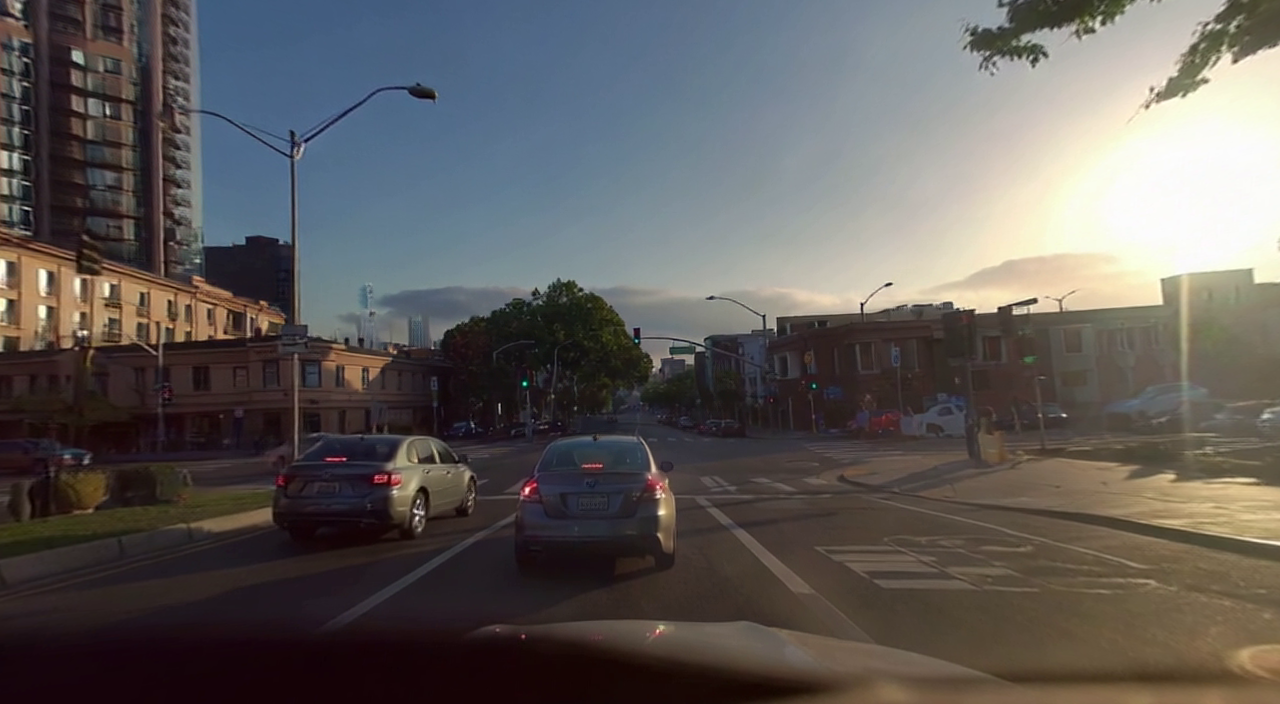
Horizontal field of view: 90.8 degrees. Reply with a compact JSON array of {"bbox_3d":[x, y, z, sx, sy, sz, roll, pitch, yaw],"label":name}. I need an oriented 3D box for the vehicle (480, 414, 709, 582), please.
[{"bbox_3d":[-0.428,1.622,7.790,2.082,1.520,3.896,0,-8,0],"label":"vehicle"}]

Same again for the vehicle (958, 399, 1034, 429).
[{"bbox_3d":[21.161,3.740,37.482,5.017,1.542,2.055,7,-11,-38],"label":"vehicle"}]

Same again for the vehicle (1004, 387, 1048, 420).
[{"bbox_3d":[27.041,3.661,44.156,2.152,1.993,5.078,-6,-10,34],"label":"vehicle"}]

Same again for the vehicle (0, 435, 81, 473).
[{"bbox_3d":[-32.418,5.328,33.033,4.280,1.857,2.136,0,-8,1],"label":"vehicle"}]

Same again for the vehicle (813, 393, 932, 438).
[{"bbox_3d":[13.784,3.849,37.493,6.541,2.480,2.259,3,-9,-19],"label":"vehicle"}]

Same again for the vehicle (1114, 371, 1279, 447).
[{"bbox_3d":[21.692,2.220,23.985,5.756,2.653,2.403,1,-9,-11],"label":"vehicle"}]

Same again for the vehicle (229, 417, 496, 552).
[{"bbox_3d":[-3.696,1.852,9.519,1.934,1.522,4.464,0,-8,1],"label":"vehicle"}]

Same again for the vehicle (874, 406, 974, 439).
[{"bbox_3d":[15.112,3.800,33.625,4.775,1.604,1.915,3,-9,-20],"label":"vehicle"}]
